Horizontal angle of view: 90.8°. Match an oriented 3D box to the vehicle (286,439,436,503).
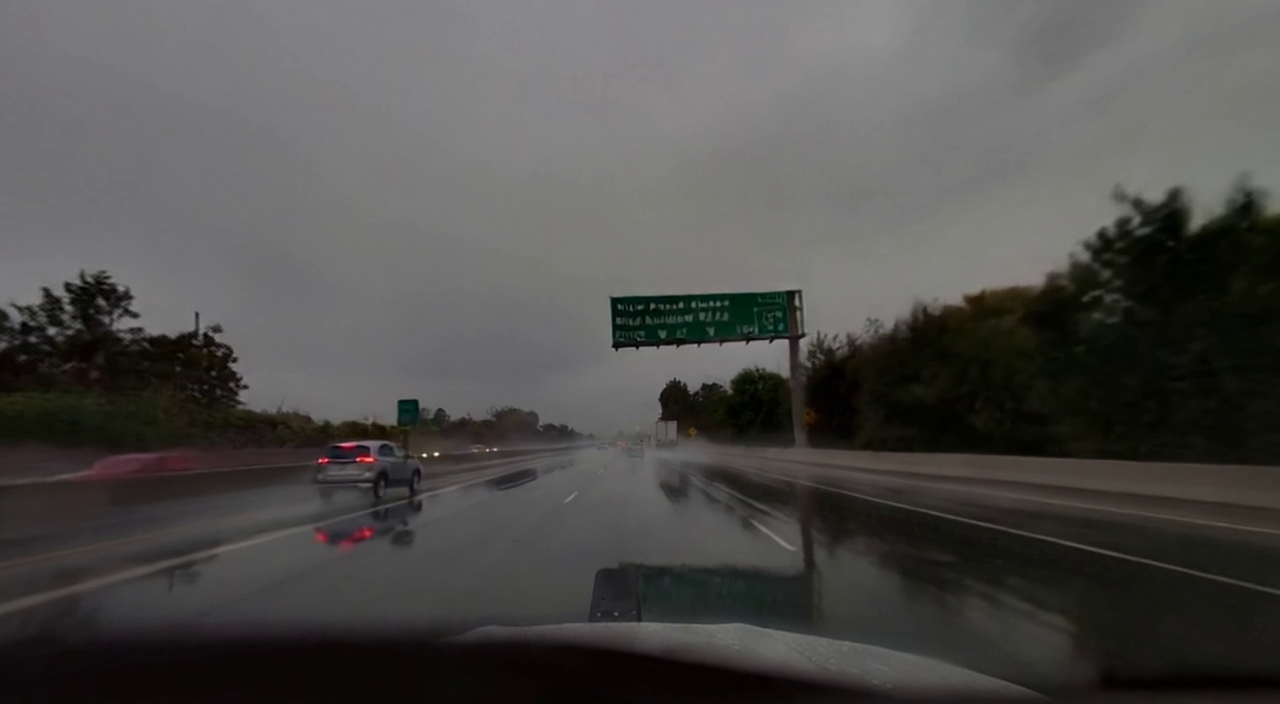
[{"bbox_3d":[-7.334,3.151,17.227,2.033,1.494,4.508,0,-9,0],"label":"vehicle"}]
